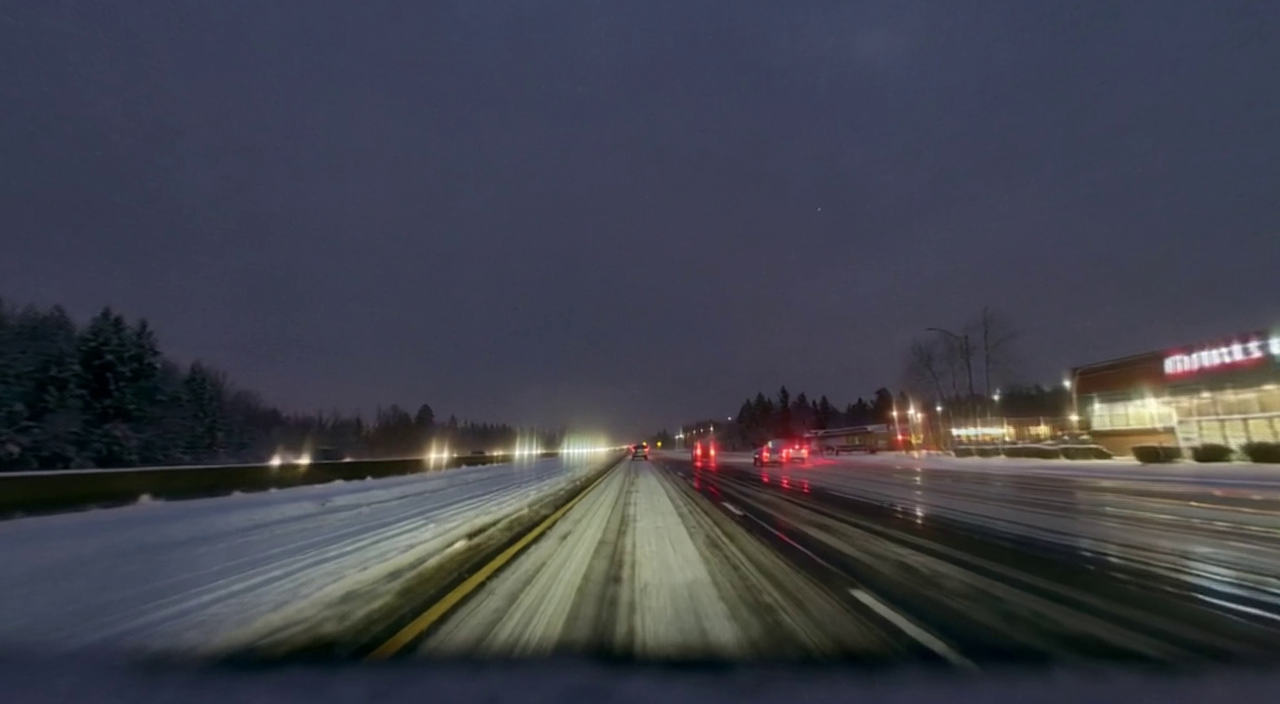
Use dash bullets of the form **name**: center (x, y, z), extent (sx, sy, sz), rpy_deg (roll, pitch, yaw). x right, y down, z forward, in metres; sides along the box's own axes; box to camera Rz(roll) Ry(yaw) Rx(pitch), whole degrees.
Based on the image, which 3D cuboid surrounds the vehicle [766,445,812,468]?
- **vehicle**: center (10.269, 7.246, 43.968), extent (1.953, 1.473, 4.512), rpy_deg (0, -8, -2)

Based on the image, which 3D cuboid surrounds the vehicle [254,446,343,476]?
- **vehicle**: center (-20.449, 6.527, 38.193), extent (2.347, 1.680, 5.524), rpy_deg (0, -8, 0)
